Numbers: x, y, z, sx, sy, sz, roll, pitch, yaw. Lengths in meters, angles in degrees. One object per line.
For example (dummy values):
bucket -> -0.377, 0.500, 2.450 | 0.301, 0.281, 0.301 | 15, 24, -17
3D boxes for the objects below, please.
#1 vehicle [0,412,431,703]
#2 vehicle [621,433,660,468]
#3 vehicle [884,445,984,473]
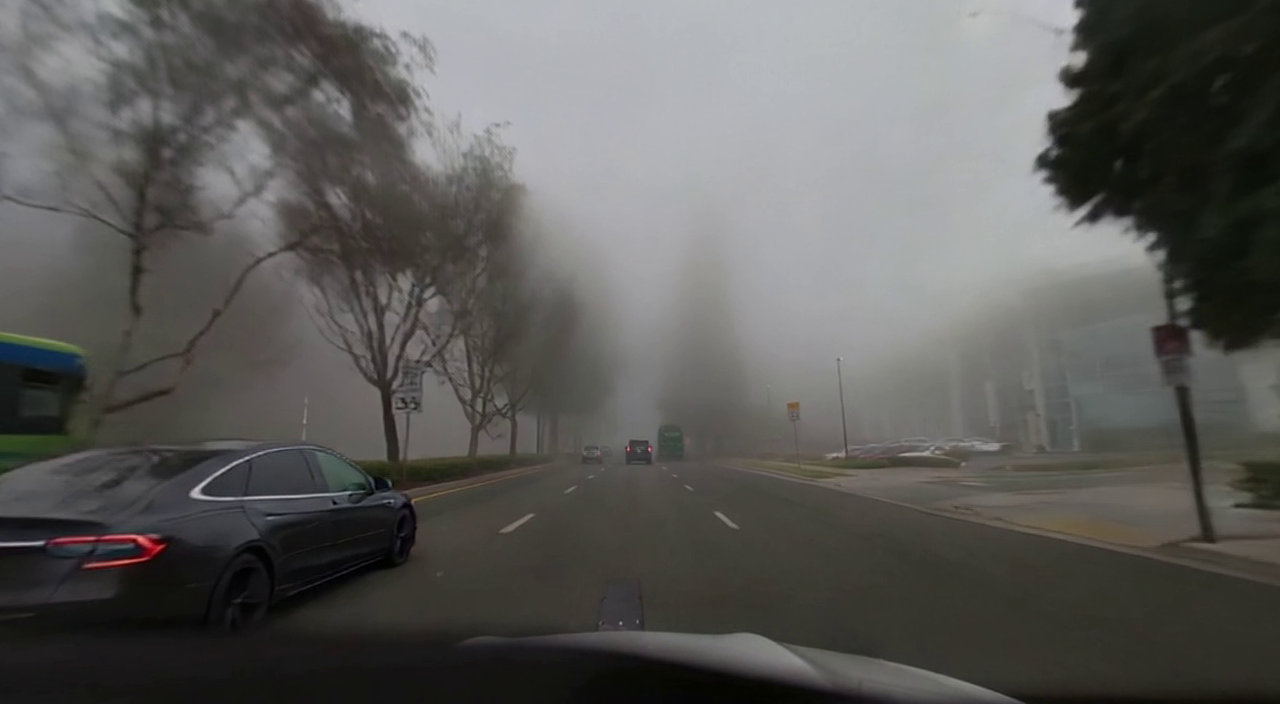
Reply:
vehicle -> -3.606, 1.377, 5.309 | 2.120, 1.481, 4.535 | 0, -9, 0
vehicle -> 0.015, 6.397, 41.187 | 2.336, 2.122, 5.207 | 0, -9, 0
vehicle -> 16.557, 6.021, 35.731 | 4.682, 1.507, 1.878 | 0, -9, 0
